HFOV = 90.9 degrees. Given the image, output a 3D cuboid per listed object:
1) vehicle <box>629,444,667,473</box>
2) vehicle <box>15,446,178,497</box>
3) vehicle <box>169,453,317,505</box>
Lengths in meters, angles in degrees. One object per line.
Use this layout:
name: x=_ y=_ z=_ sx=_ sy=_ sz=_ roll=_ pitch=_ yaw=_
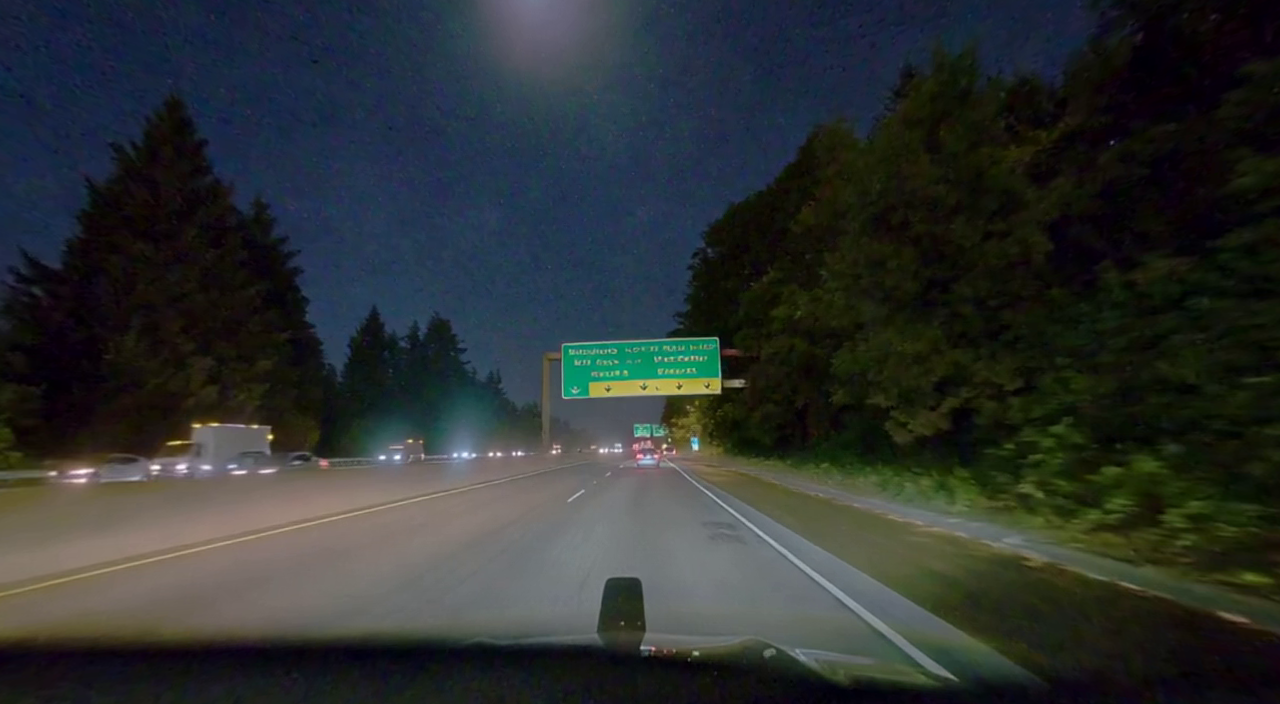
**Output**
vehicle: x=0.391 y=5.755 z=34.095 sx=1.960 sy=1.456 sz=3.818 roll=0 pitch=-9 yaw=0
vehicle: x=-20.658 y=4.524 z=24.321 sx=2.085 sy=1.735 sz=4.687 roll=0 pitch=-9 yaw=0
vehicle: x=-12.789 y=4.082 z=20.705 sx=1.950 sy=1.477 sz=4.403 roll=0 pitch=-9 yaw=1
